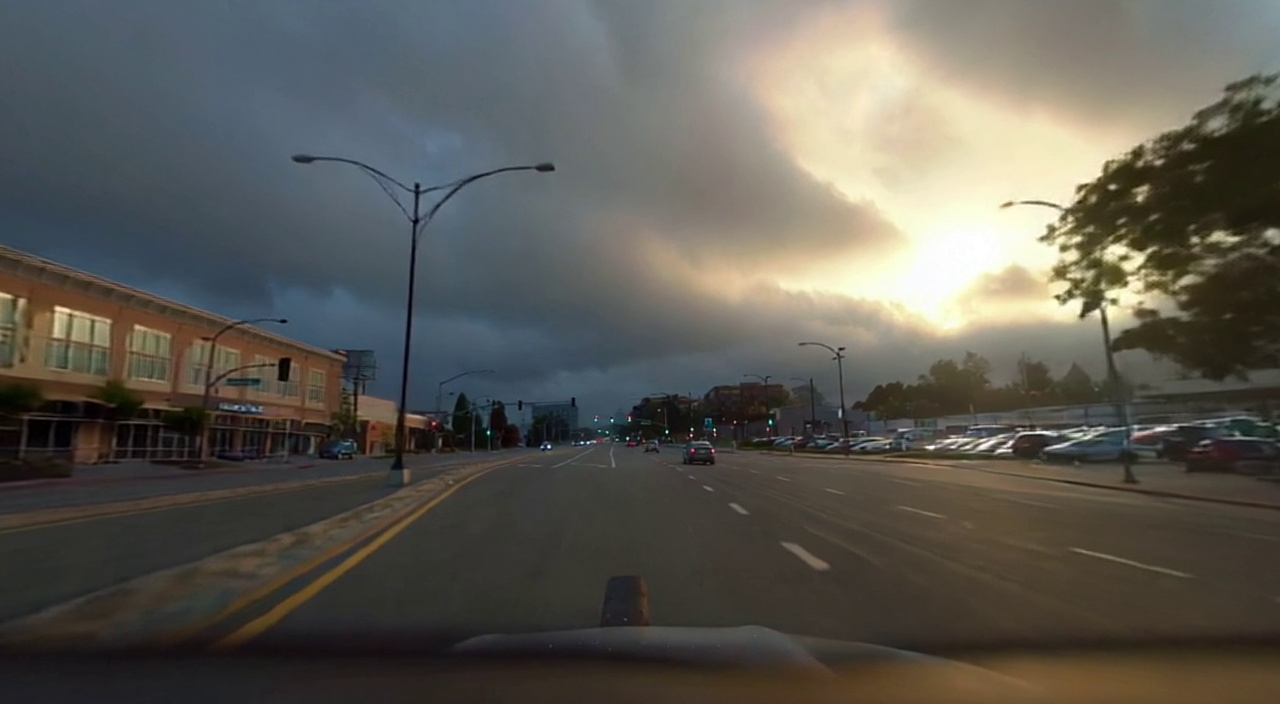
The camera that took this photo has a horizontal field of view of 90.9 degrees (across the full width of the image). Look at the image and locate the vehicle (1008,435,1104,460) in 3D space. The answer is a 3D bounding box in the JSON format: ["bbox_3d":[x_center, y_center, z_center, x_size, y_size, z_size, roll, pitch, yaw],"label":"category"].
[{"bbox_3d":[26.113,5.990,39.674,4.726,1.515,1.914,0,-9,-3],"label":"vehicle"}]

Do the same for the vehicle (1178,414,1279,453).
[{"bbox_3d":[38.132,5.076,38.875,2.372,2.254,6.893,5,-10,-30],"label":"vehicle"}]

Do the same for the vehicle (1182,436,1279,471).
[{"bbox_3d":[26.185,4.282,26.690,4.691,1.436,1.988,1,-9,-4],"label":"vehicle"}]

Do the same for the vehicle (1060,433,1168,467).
[{"bbox_3d":[25.897,5.330,34.483,4.544,1.474,1.772,-3,-7,-5],"label":"vehicle"}]

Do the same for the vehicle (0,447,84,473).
[{"bbox_3d":[-35.826,6.385,37.552,1.684,1.432,4.140,0,-8,-2],"label":"vehicle"}]

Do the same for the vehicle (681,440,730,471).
[{"bbox_3d":[3.422,5.540,33.826,2.038,1.528,4.259,0,-8,-2],"label":"vehicle"}]

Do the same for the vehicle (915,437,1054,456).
[{"bbox_3d":[25.550,7.135,47.752,2.870,1.165,10.713,-1,-8,-12],"label":"vehicle"}]
